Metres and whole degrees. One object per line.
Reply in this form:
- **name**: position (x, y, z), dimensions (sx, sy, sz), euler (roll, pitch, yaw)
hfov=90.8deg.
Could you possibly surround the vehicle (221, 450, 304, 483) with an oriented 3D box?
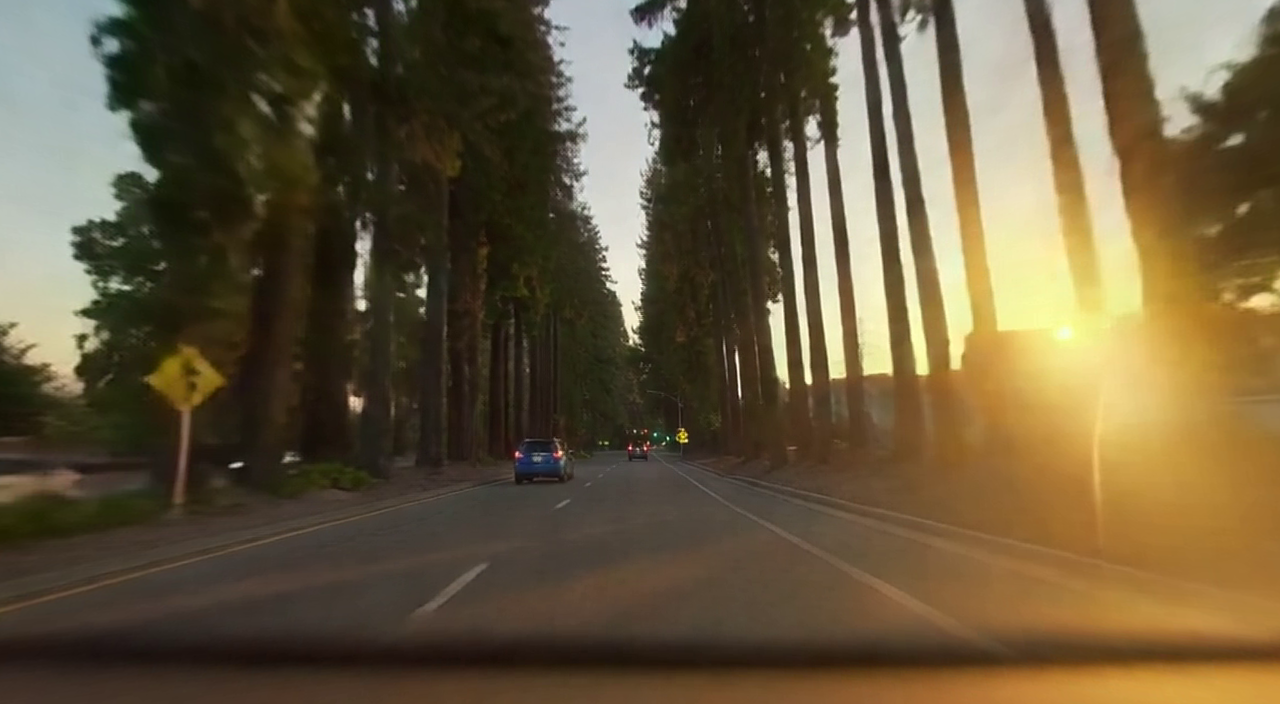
- **vehicle**: position (-21.240, 6.442, 35.795), dimensions (1.897, 1.690, 4.492), euler (0, -8, 0)

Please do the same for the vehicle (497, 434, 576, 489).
- **vehicle**: position (-3.602, 3.886, 22.742), dimensions (2.078, 1.748, 4.279), euler (0, -8, 0)
